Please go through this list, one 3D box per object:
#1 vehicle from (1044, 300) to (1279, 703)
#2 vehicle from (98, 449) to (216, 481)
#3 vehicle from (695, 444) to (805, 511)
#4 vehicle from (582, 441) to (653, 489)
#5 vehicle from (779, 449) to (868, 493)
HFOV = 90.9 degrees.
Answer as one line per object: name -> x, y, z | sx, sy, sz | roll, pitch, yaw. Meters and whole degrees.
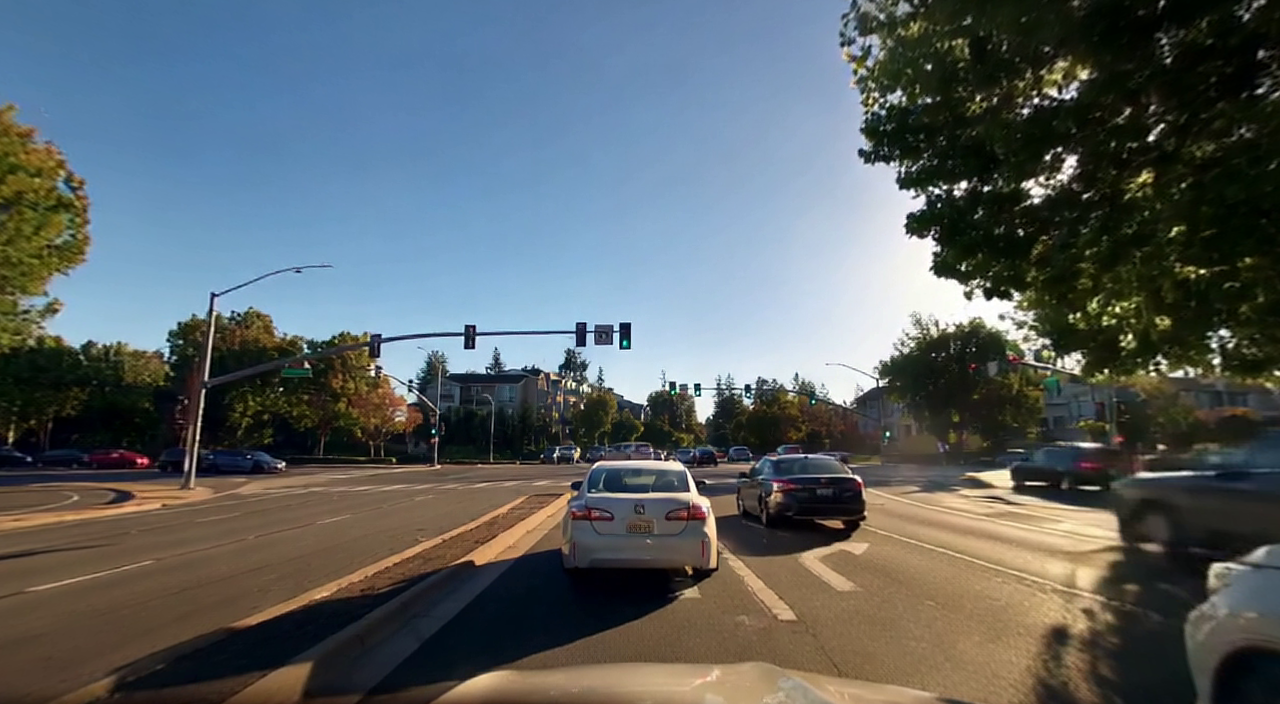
vehicle -> 2.855, 0.524, 0.410 | 2.115, 1.737, 4.642 | 0, -9, 1
vehicle -> -26.307, 6.138, 34.447 | 4.724, 1.630, 1.968 | 0, -9, -2
vehicle -> 2.662, 3.164, 16.437 | 2.009, 1.480, 4.423 | 0, -9, -1
vehicle -> -0.985, 4.407, 24.942 | 2.099, 1.705, 4.020 | 2, -9, -12
vehicle -> 6.570, 4.289, 23.127 | 1.900, 1.440, 4.466 | 0, -9, 0
